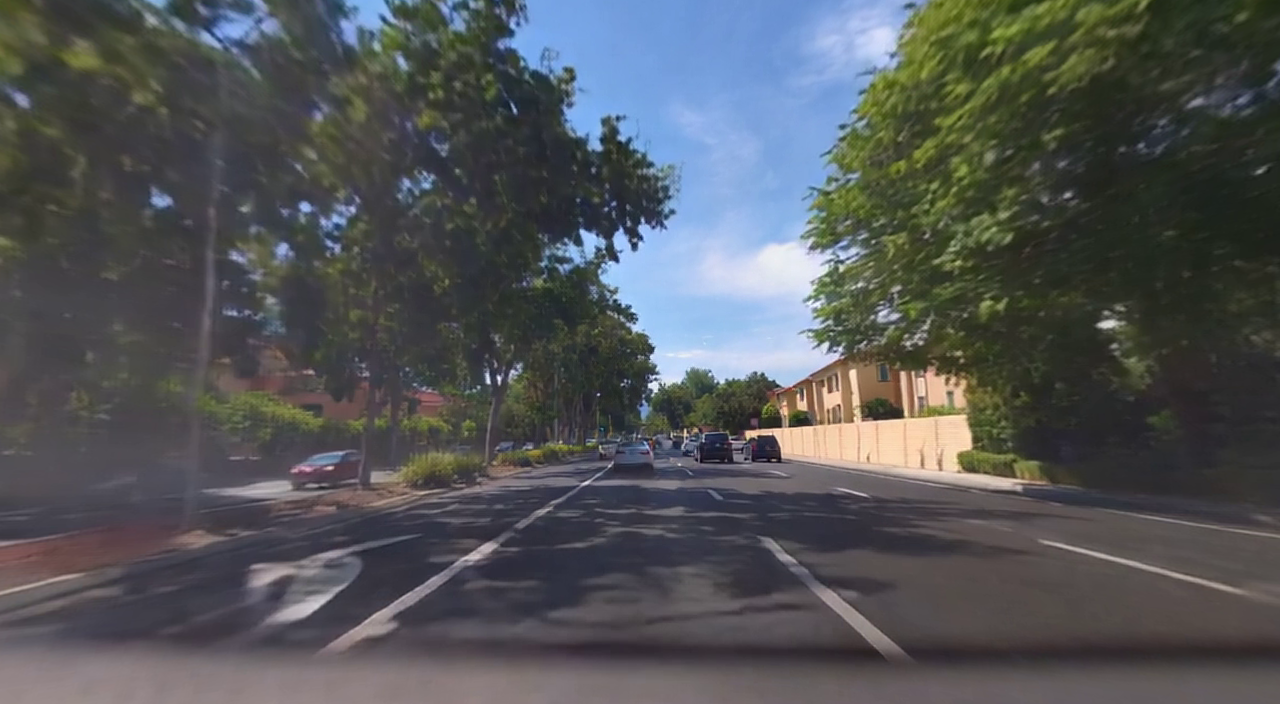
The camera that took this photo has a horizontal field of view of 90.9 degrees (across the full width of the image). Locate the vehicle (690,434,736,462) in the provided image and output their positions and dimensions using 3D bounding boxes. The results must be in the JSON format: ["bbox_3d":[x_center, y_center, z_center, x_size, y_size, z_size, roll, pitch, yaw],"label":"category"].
[{"bbox_3d":[4.112,5.486,36.119,2.067,1.514,4.188,0,-8,0],"label":"vehicle"}]

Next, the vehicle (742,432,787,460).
[{"bbox_3d":[7.916,6.015,40.387,1.972,1.700,4.269,0,-8,0],"label":"vehicle"}]

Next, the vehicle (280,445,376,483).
[{"bbox_3d":[-13.533,4.865,27.669,1.834,1.459,4.406,-1,-8,2],"label":"vehicle"}]

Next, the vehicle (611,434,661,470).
[{"bbox_3d":[-0.147,4.519,28.677,2.102,1.481,3.907,0,-8,1],"label":"vehicle"}]

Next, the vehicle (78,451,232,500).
[{"bbox_3d":[-17.184,4.365,22.690,1.923,1.469,4.537,0,-8,1],"label":"vehicle"}]
